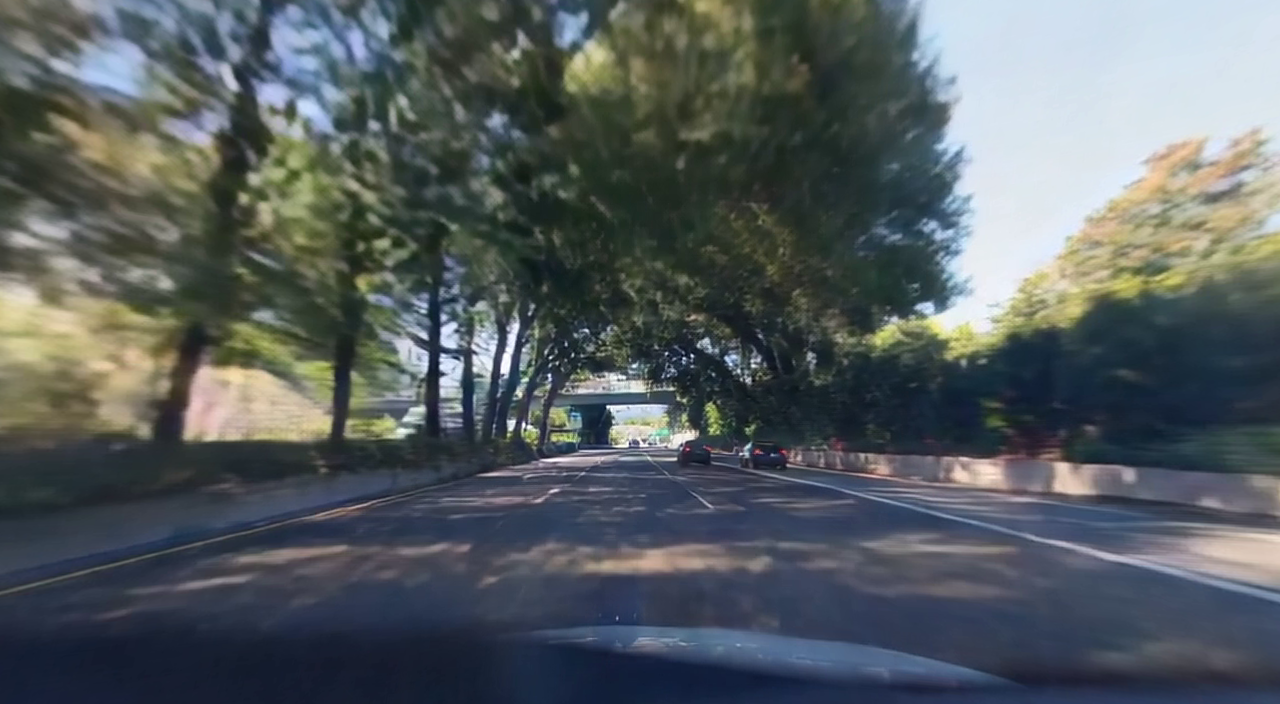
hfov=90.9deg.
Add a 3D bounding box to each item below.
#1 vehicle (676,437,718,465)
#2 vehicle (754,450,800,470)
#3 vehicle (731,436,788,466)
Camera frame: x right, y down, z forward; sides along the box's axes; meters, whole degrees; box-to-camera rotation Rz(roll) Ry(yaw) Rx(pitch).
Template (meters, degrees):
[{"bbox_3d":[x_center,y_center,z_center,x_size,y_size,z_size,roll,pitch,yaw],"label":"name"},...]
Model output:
[{"bbox_3d":[3.097,5.457,35.010,1.819,1.468,3.770,0,-8,-2],"label":"vehicle"},{"bbox_3d":[6.704,5.301,31.017,1.535,0.862,2.814,0,-8,-2],"label":"vehicle"},{"bbox_3d":[6.546,5.459,34.970,2.003,1.522,4.940,0,-8,-2],"label":"vehicle"}]
